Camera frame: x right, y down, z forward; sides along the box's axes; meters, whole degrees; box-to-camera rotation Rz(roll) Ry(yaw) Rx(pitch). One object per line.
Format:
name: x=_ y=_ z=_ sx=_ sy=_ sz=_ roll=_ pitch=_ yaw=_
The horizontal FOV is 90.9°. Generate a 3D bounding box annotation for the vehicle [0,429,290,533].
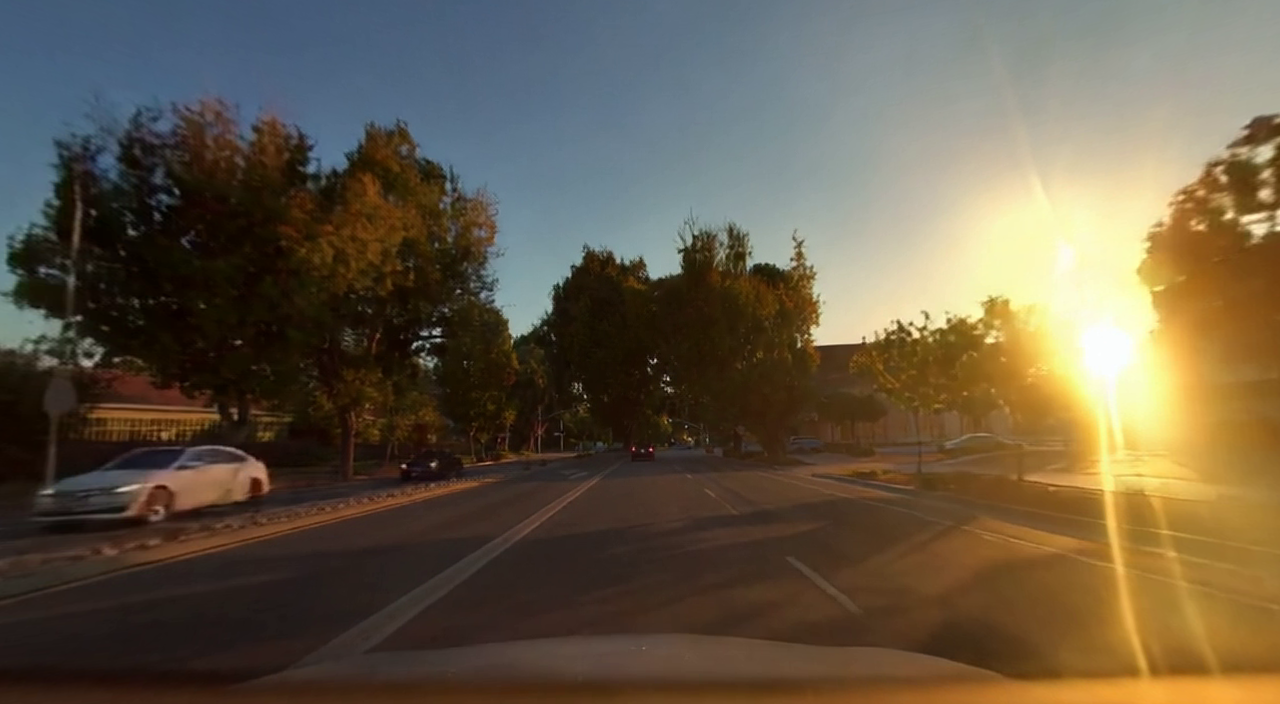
vehicle: x=-9.910 y=2.578 z=13.283 sx=2.230 sy=1.777 sz=4.797 roll=0 pitch=-8 yaw=1

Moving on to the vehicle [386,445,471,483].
vehicle: x=-8.923 y=4.753 z=27.004 sx=1.946 sy=1.470 sz=4.443 roll=0 pitch=-8 yaw=2
